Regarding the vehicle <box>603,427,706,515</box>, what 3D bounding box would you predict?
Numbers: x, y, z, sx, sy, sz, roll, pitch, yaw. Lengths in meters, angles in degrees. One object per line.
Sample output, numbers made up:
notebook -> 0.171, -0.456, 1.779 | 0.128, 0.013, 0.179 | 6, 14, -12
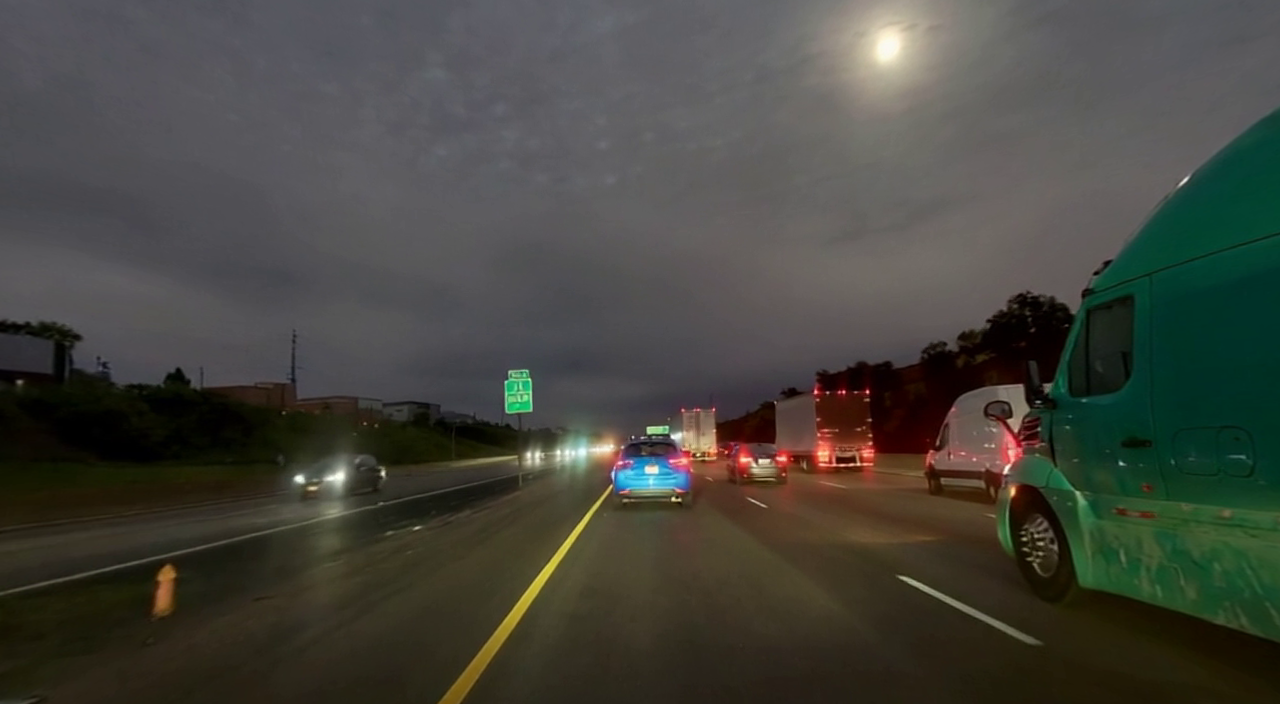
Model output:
vehicle -> 0.285, 2.555, 13.796 | 1.965, 1.664, 3.428 | 0, -9, 0

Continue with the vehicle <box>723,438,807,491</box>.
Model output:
vehicle -> 3.924, 3.598, 20.340 | 1.859, 1.512, 3.711 | 0, -9, -2

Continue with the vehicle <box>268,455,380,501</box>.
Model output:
vehicle -> -11.931, 4.756, 24.063 | 1.921, 1.504, 4.633 | 0, -9, 0

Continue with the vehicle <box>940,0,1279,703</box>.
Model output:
vehicle -> 4.250, -0.088, 2.566 | 2.987, 3.877, 5.881 | 0, -9, 0
